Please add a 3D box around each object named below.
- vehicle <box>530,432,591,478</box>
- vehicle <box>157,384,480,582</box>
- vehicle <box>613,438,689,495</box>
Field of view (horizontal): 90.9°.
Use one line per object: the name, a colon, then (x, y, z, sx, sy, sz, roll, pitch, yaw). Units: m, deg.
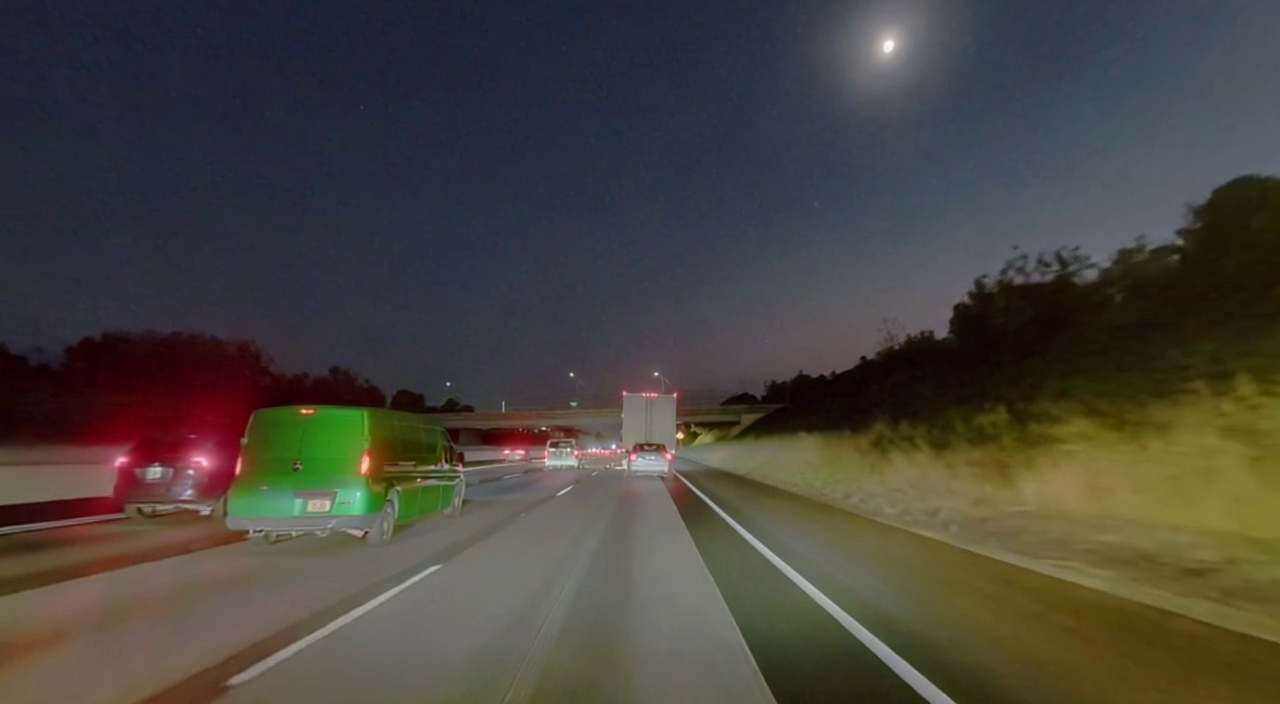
vehicle: (-3.380, 4.509, 27.740, 2.068, 1.862, 4.234, 0, -9, 1)
vehicle: (-3.580, 1.547, 8.063, 1.951, 1.882, 3.979, 0, -9, 1)
vehicle: (0.274, 3.288, 18.364, 1.991, 1.507, 3.391, 0, -9, 0)
